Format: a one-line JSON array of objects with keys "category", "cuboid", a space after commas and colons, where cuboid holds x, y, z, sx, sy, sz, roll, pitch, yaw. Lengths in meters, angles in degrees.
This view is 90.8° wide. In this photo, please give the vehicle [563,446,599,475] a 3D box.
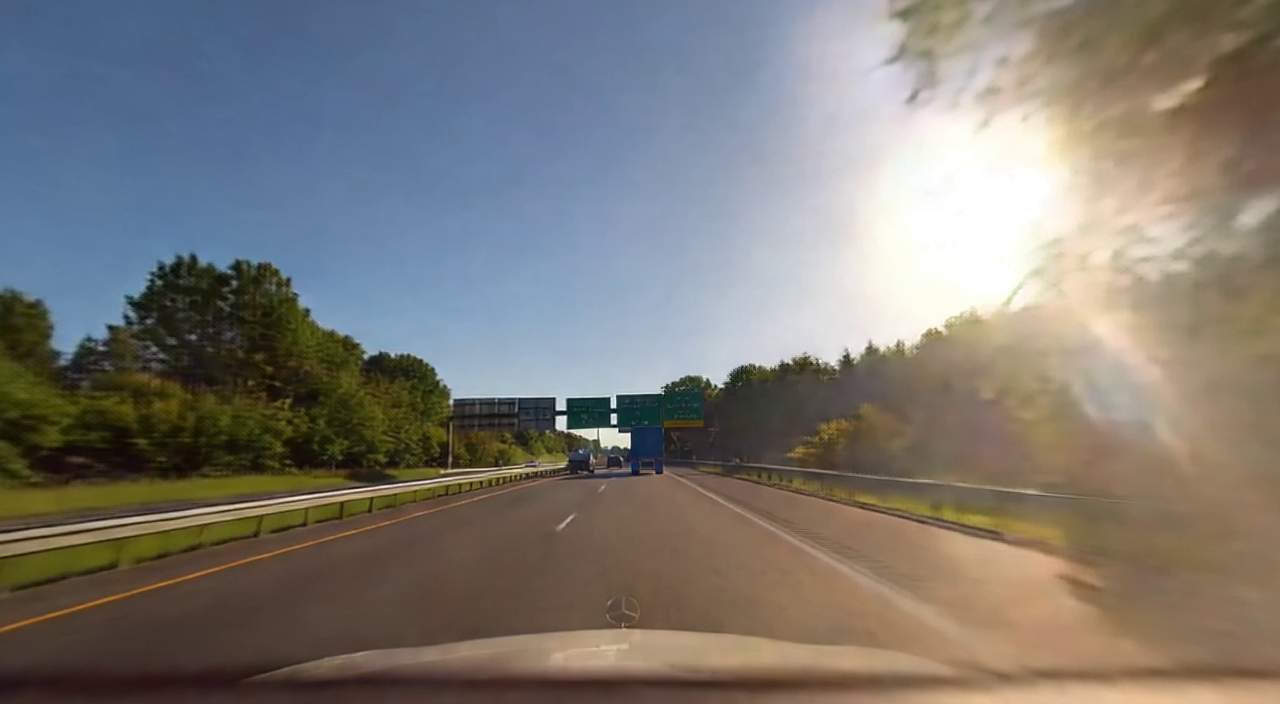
[{"category": "vehicle", "cuboid": [-4.278, 7.945, 46.156, 2.168, 1.980, 4.622, 0, -9, 0]}]
